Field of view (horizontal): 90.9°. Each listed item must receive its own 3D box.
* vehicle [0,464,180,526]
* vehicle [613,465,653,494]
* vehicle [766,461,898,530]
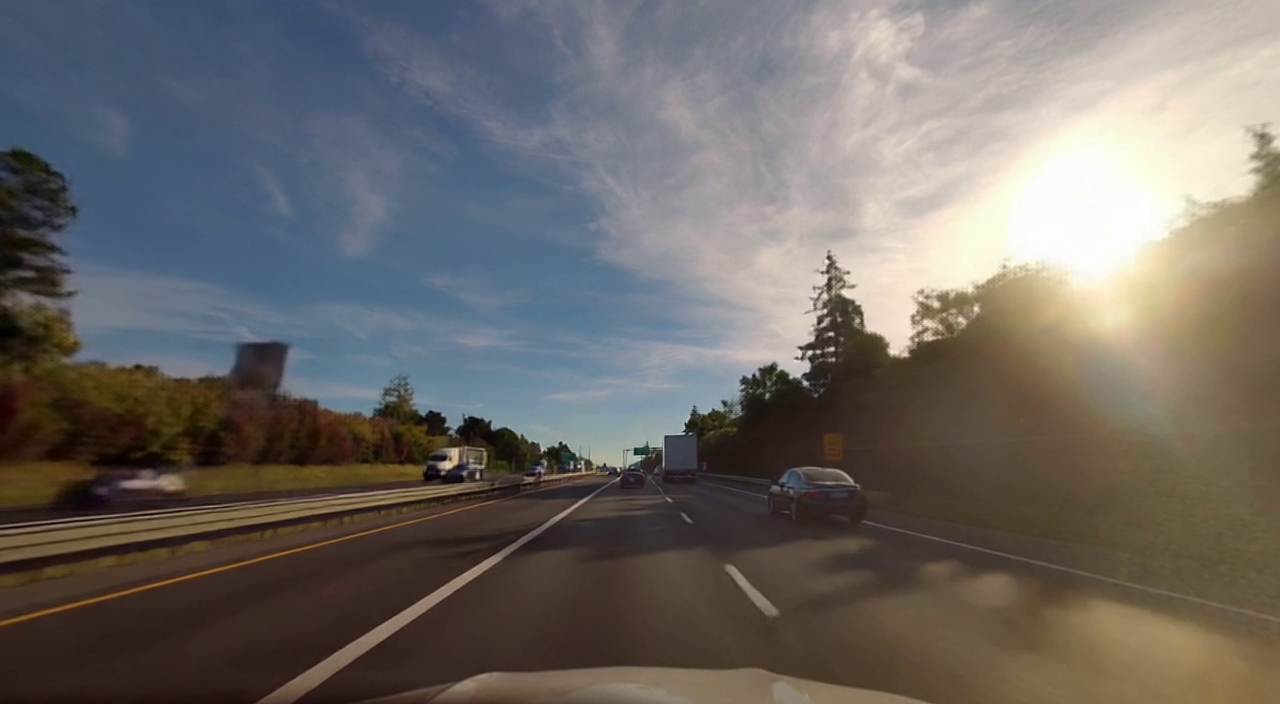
[{"bbox_3d":[-16.412,4.186,18.887,1.910,1.585,4.351,1,-10,0],"label":"vehicle"},{"bbox_3d":[-0.400,6.893,34.281,2.010,1.436,3.973,1,-10,-1],"label":"vehicle"},{"bbox_3d":[4.650,3.547,16.022,1.897,1.476,4.334,1,-10,-1],"label":"vehicle"}]
